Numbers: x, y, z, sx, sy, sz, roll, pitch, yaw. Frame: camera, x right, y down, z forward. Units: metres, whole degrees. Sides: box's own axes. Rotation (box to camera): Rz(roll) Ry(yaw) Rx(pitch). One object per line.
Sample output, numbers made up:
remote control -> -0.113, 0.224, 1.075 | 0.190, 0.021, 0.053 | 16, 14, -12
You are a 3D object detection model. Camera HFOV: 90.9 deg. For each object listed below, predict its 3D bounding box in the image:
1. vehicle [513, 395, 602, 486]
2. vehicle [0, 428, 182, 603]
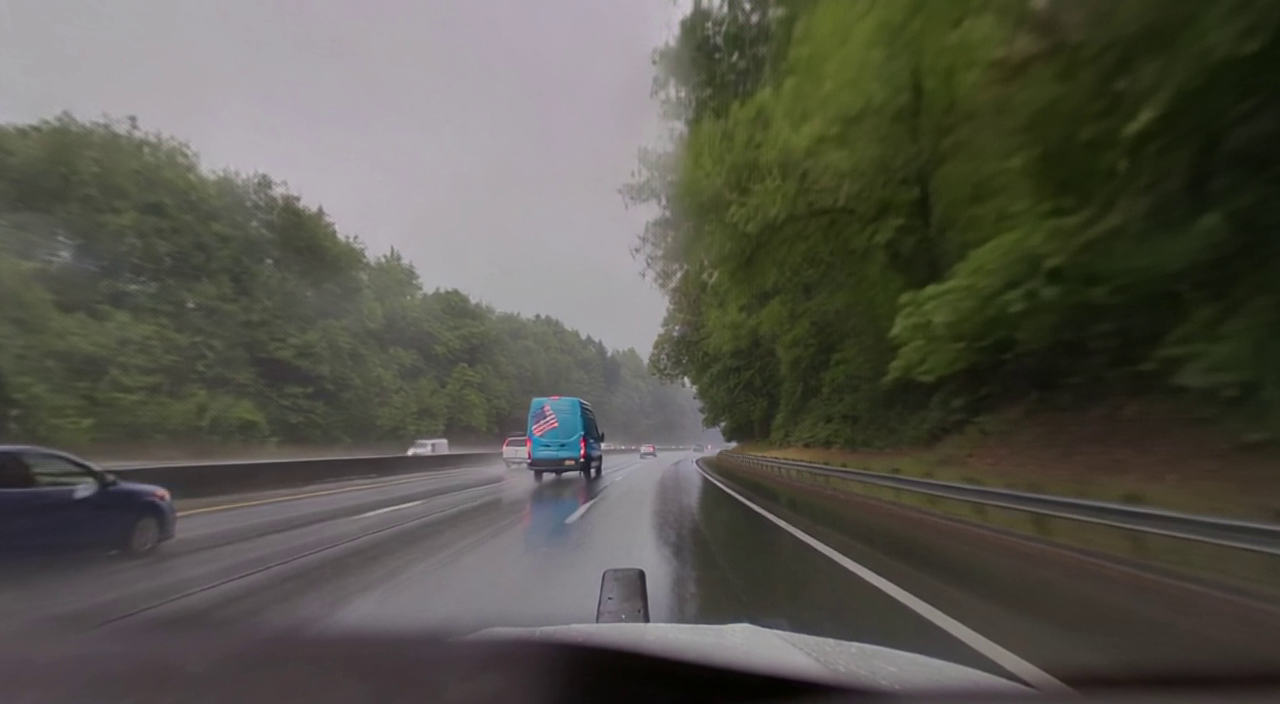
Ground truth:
vehicle -> -2.829, 3.261, 23.138 | 2.319, 2.883, 5.632 | 0, -8, 2
vehicle -> -6.280, 1.320, 4.981 | 1.947, 1.438, 4.440 | 0, -8, 1
